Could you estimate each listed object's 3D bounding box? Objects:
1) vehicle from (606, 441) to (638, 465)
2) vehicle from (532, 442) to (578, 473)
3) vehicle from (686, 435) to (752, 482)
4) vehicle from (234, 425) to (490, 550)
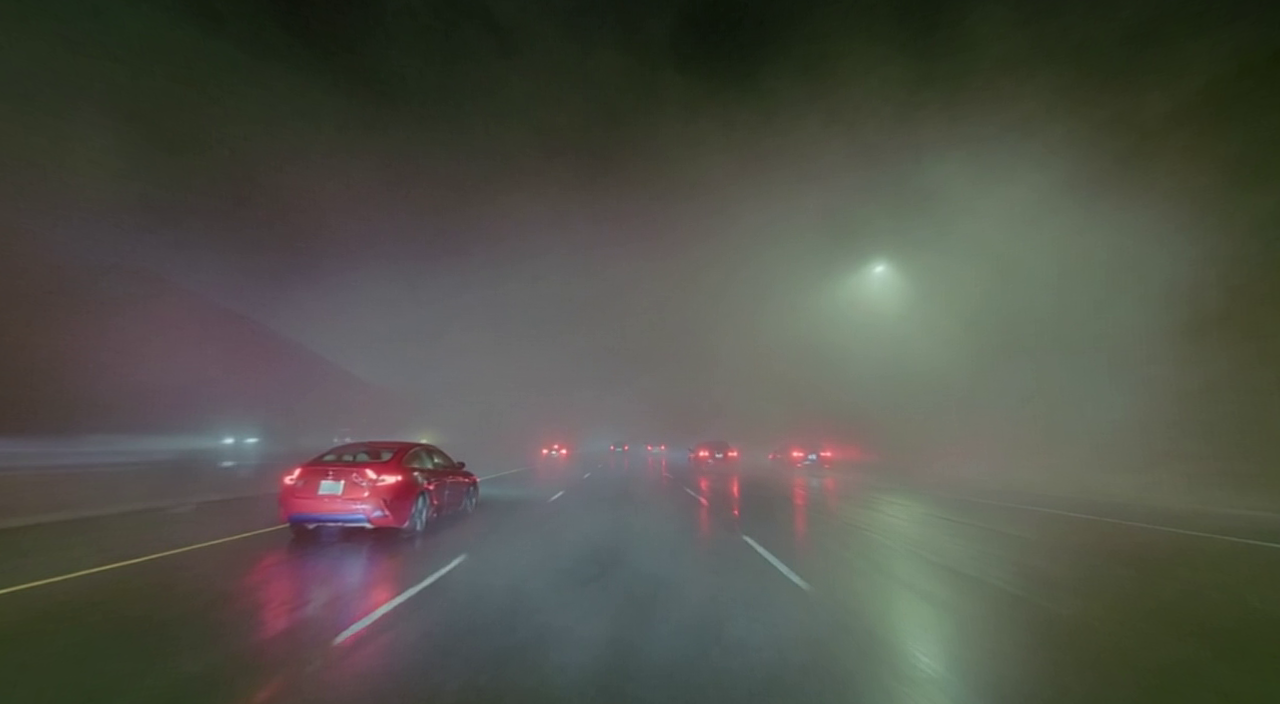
[{"bbox_3d":[-1.226,7.042,44.079,2.147,1.572,4.094,0,-9,-1],"label":"vehicle"},{"bbox_3d":[-4.307,5.371,32.287,1.796,1.464,3.839,0,-9,0],"label":"vehicle"},{"bbox_3d":[3.308,4.562,27.327,2.222,1.820,4.733,0,-9,-1],"label":"vehicle"},{"bbox_3d":[-3.921,1.990,9.899,1.993,1.500,4.248,0,-9,1],"label":"vehicle"}]
